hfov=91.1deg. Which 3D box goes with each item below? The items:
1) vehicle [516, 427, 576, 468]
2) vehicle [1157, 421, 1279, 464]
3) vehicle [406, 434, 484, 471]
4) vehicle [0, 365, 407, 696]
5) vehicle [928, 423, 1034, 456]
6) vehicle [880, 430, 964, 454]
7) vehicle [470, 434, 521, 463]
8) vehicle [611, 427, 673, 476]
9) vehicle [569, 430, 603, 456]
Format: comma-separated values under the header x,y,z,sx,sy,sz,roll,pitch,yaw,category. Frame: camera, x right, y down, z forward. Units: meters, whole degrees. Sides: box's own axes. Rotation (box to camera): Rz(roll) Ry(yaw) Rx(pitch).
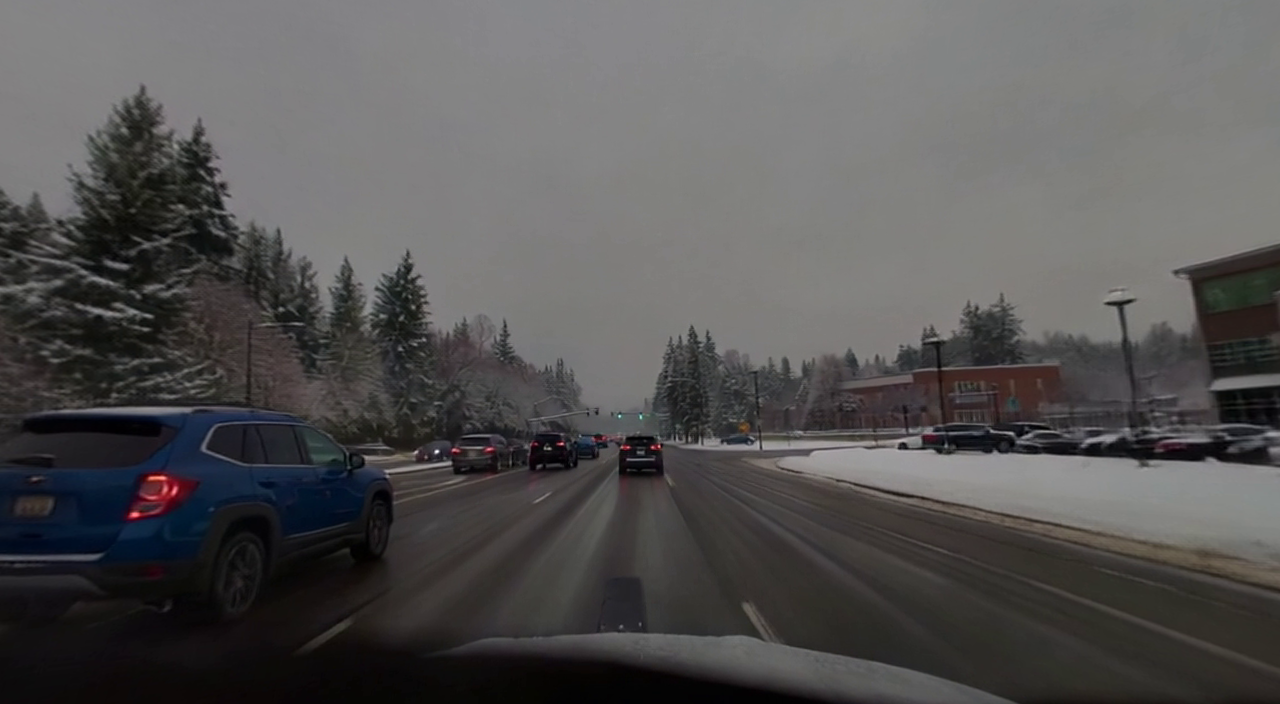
x,y,z,sx,sy,sz,roll,pitch,yaw,category
-4.285,4.448,29.320,2.113,1.713,4.422,0,-8,0,vehicle
27.629,4.249,29.623,4.524,1.597,2.102,-4,-6,-1,vehicle
-8.156,4.248,26.711,1.926,1.463,4.450,0,-8,-1,vehicle
-3.811,1.184,5.265,2.070,1.641,4.152,0,-8,0,vehicle
17.460,4.520,32.318,4.329,1.656,1.873,0,-8,2,vehicle
17.044,5.498,38.144,1.857,1.369,4.219,6,-10,-34,vehicle
-8.028,5.391,35.224,1.918,1.484,4.531,0,-8,-2,vehicle
0.073,3.632,23.053,2.042,1.641,4.187,0,-8,0,vehicle
-3.844,6.637,45.772,2.047,1.810,4.414,0,-8,1,vehicle
